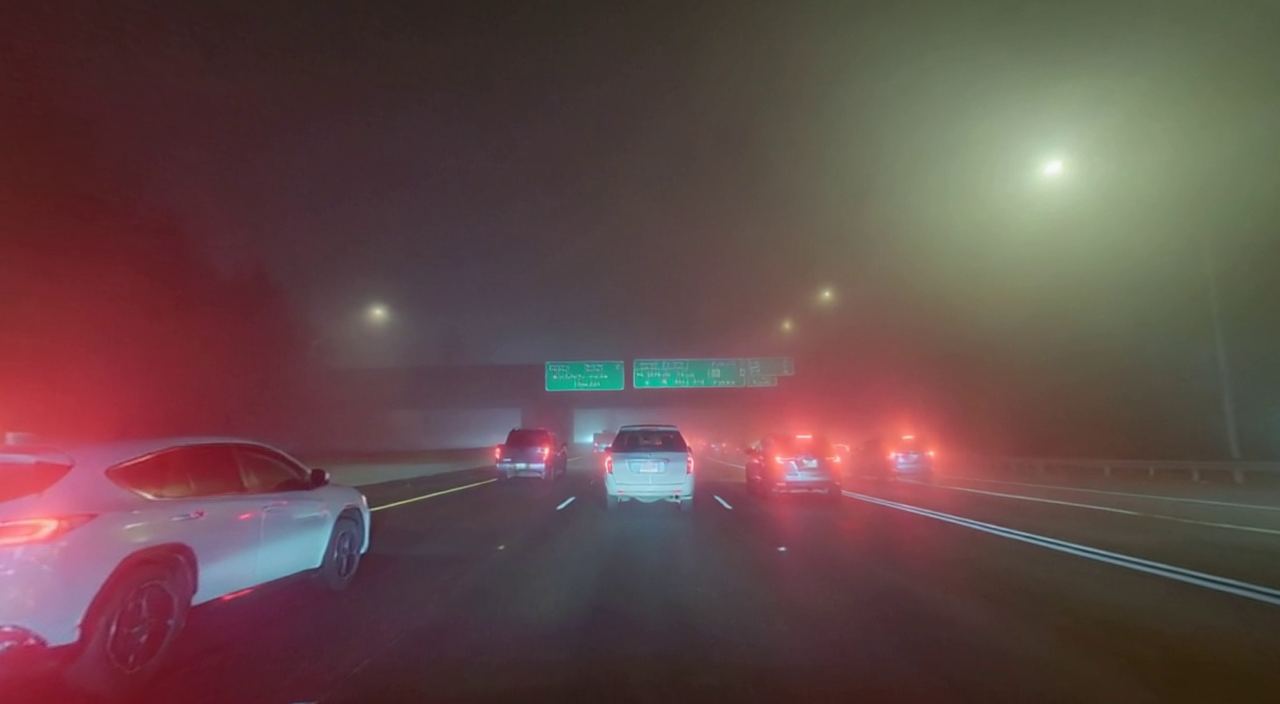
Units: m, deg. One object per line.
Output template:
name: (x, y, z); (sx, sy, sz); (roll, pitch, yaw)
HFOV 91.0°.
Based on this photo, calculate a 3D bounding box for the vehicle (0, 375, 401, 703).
vehicle: (-3.636, 1.149, 4.348); (2.014, 1.579, 4.761); (0, -9, 1)

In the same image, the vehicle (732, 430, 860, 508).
vehicle: (3.654, 2.844, 15.757); (2.022, 1.633, 4.651); (0, -9, 0)

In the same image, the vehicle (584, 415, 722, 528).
vehicle: (0.233, 2.207, 12.142); (2.181, 1.756, 4.167); (0, -9, 1)

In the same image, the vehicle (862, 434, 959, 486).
vehicle: (10.250, 4.102, 24.237); (1.977, 1.795, 4.208); (0, -9, 3)

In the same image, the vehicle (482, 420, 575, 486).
vehicle: (-3.924, 3.721, 23.444); (2.212, 2.101, 6.052); (0, -9, 1)
